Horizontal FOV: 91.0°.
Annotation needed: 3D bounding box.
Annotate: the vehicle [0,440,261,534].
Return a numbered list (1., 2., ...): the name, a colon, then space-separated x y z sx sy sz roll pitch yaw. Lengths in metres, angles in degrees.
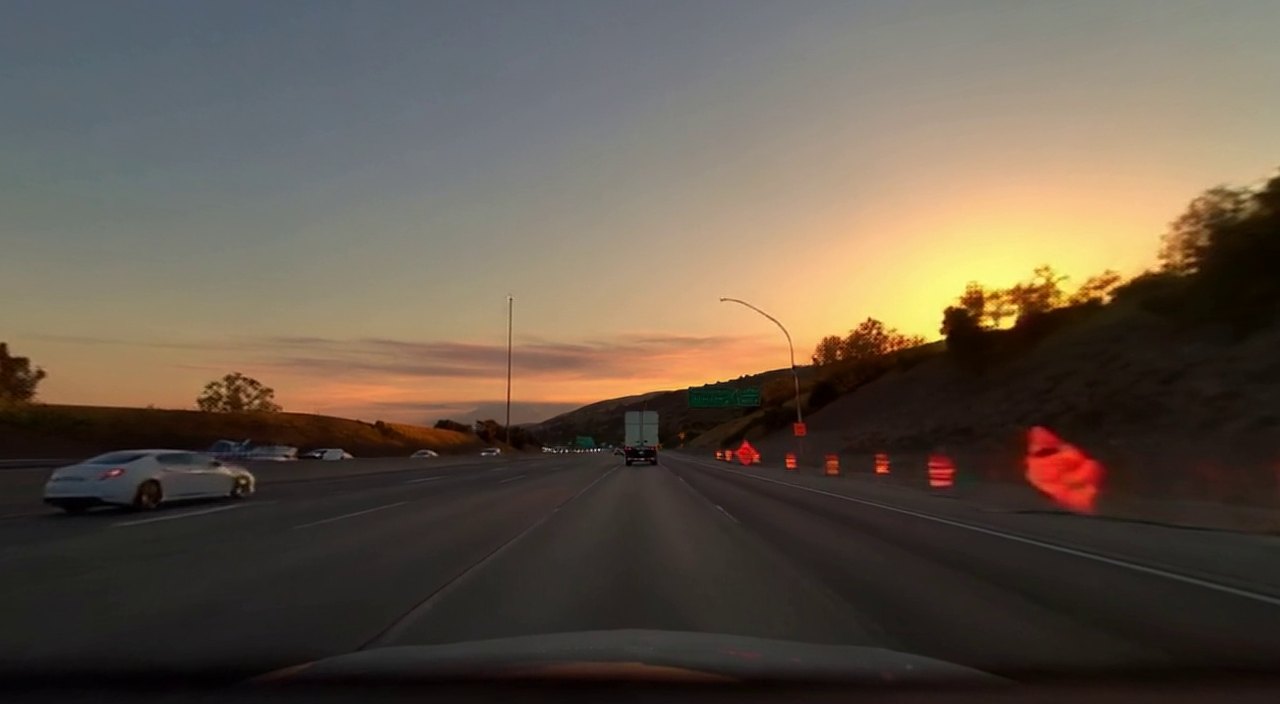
1. vehicle: -10.401 2.622 12.966 2.096 1.538 4.998 0 -9 0
